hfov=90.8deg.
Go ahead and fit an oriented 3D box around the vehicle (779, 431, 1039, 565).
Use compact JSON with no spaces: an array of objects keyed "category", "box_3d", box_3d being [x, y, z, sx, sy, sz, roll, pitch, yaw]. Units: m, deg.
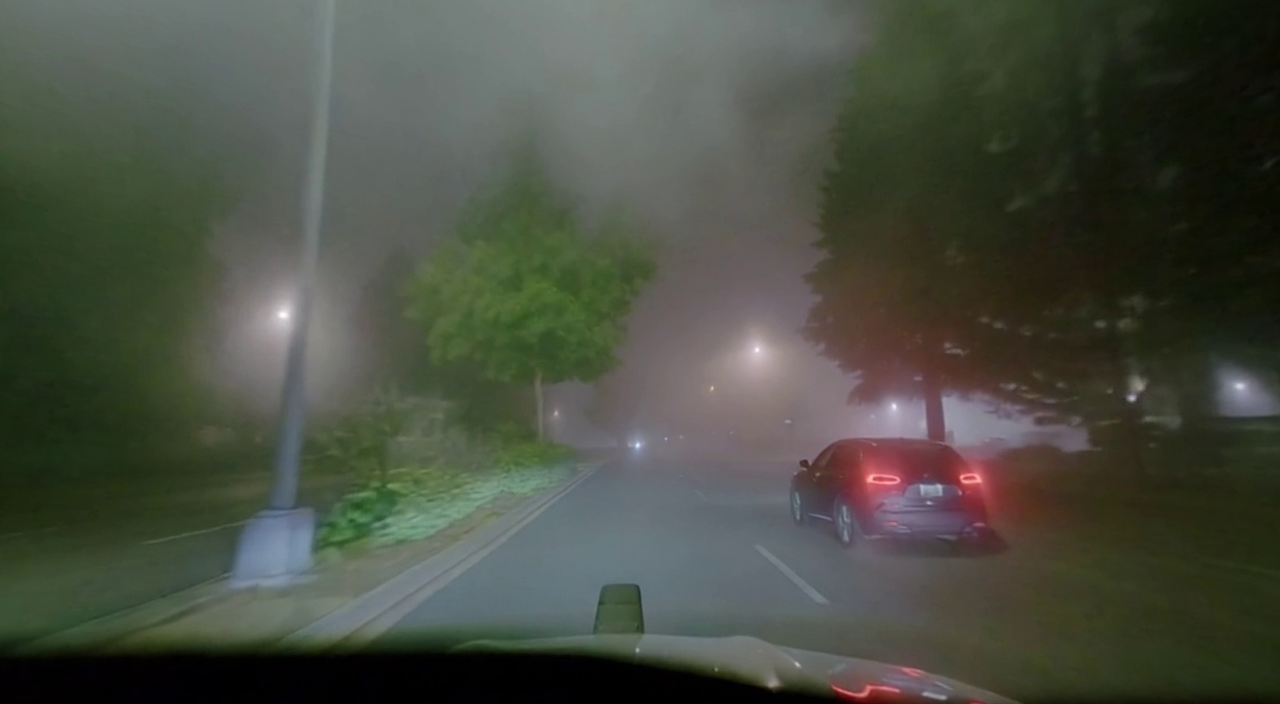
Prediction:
[{"category":"vehicle","box_3d":[3.409,1.906,9.017,1.852,1.453,4.083,0,-8,-1]}]
